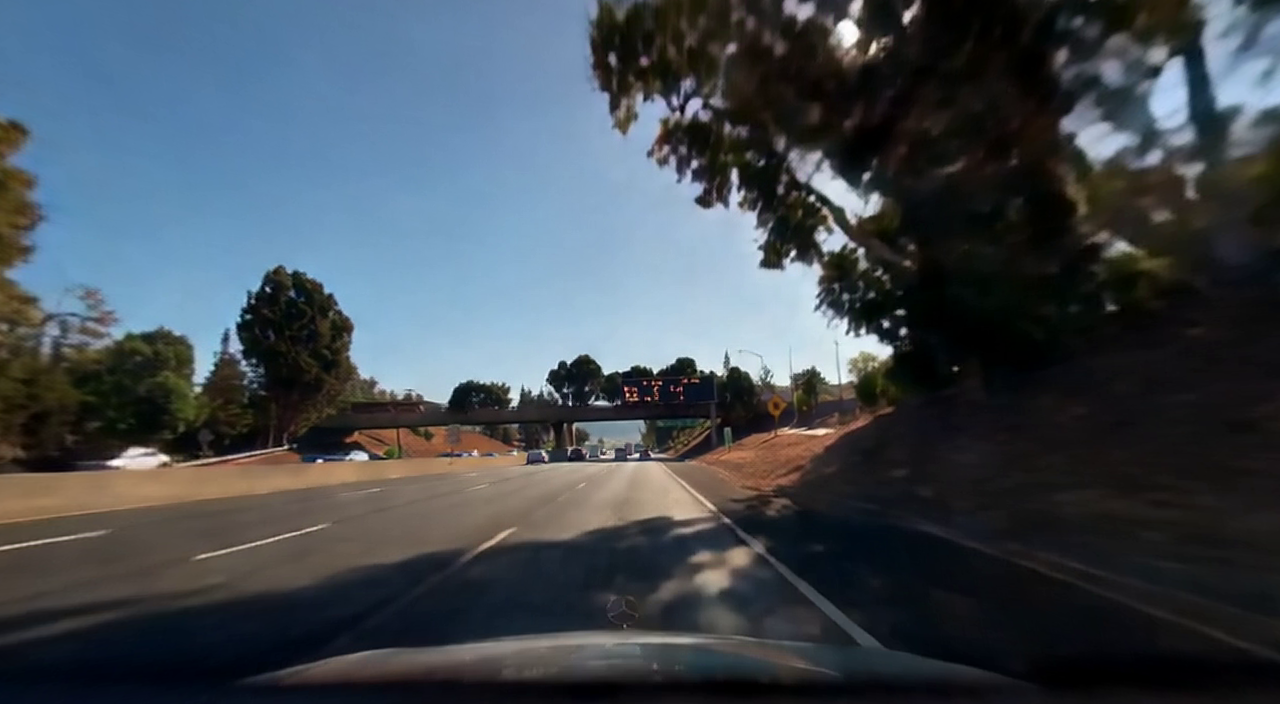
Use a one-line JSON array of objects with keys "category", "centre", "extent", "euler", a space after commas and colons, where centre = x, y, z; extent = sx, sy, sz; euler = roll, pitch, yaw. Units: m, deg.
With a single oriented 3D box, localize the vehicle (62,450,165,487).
[{"category": "vehicle", "centre": [-20.915, 4.615, 25.210], "extent": [1.447, 1.320, 3.188], "euler": [0, -8, -2]}]
